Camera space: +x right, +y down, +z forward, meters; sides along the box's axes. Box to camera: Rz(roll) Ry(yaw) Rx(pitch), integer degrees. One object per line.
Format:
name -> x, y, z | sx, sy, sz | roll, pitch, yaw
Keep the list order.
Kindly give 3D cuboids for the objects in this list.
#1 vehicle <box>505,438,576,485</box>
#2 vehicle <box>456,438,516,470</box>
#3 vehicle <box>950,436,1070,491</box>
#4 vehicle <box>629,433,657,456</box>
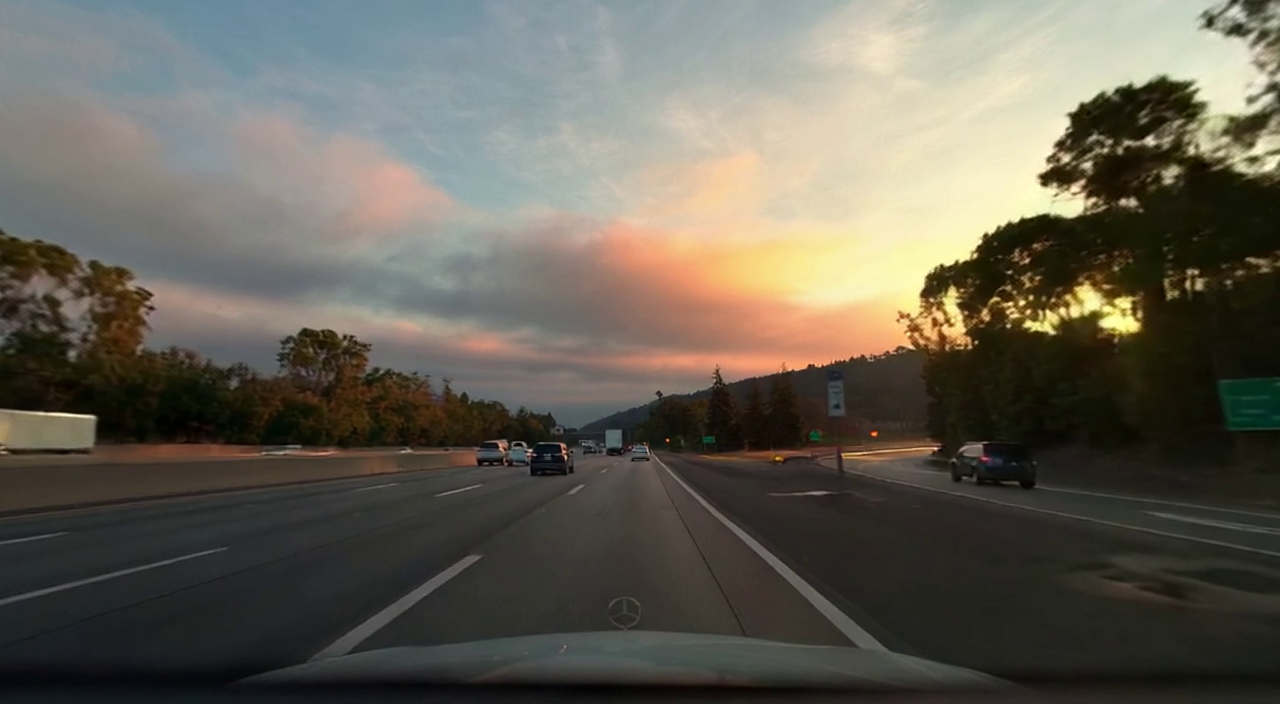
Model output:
vehicle -> -3.857, 4.323, 25.177 | 2.094, 1.695, 4.260 | 0, -9, 1
vehicle -> -10.383, 6.953, 43.105 | 2.519, 2.029, 6.180 | 0, -9, 1
vehicle -> 13.680, 4.144, 23.714 | 2.200, 1.827, 4.822 | -2, -9, 10
vehicle -> 0.269, 7.342, 49.830 | 2.146, 1.687, 4.341 | 0, -9, 1
